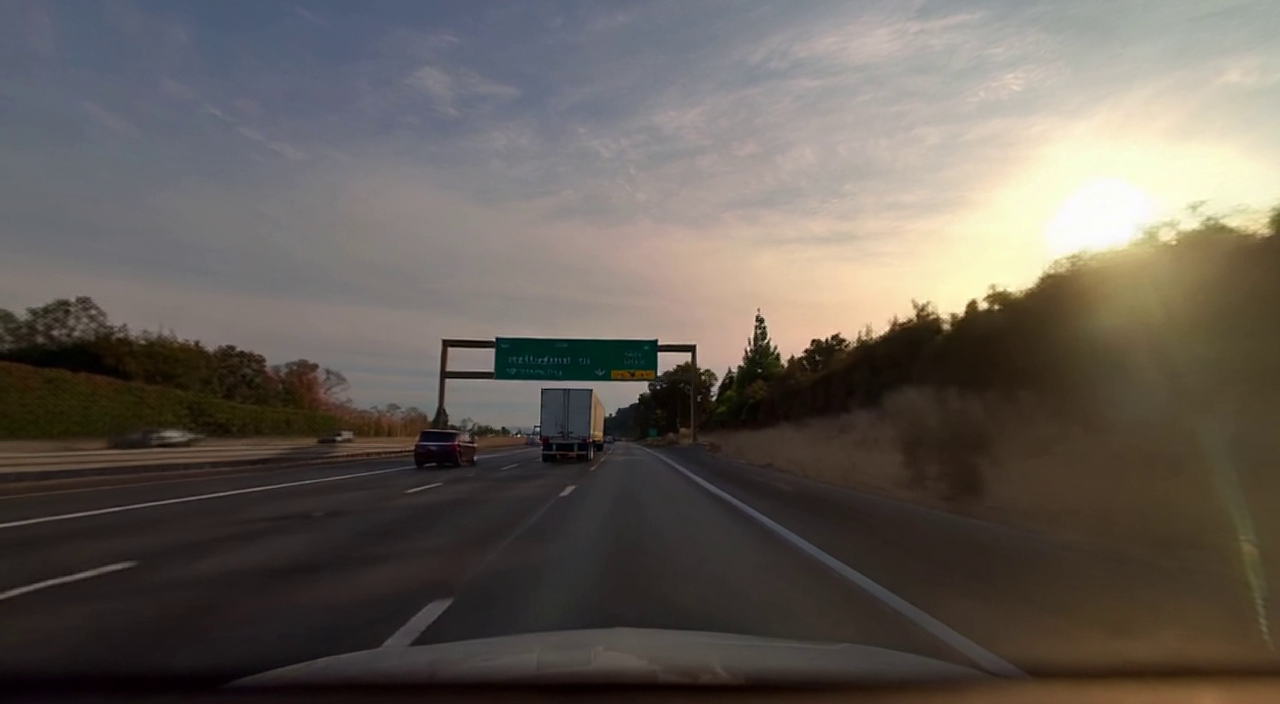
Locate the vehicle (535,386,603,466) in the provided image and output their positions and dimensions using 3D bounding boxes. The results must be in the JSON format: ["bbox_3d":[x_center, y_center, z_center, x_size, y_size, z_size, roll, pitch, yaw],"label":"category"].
[{"bbox_3d":[-3.970,4.612,37.989,3.002,3.987,12.477,-1,-8,-2],"label":"vehicle"}]

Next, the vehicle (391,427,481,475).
[{"bbox_3d":[-7.798,3.807,24.550,2.075,1.691,4.431,0,-8,0],"label":"vehicle"}]

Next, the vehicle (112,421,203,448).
[{"bbox_3d":[-28.182,4.856,36.909,1.823,1.471,4.473,0,-8,0],"label":"vehicle"}]

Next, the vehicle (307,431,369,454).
[{"bbox_3d":[-20.561,6.202,43.048,2.075,1.482,4.428,0,-8,0],"label":"vehicle"}]
